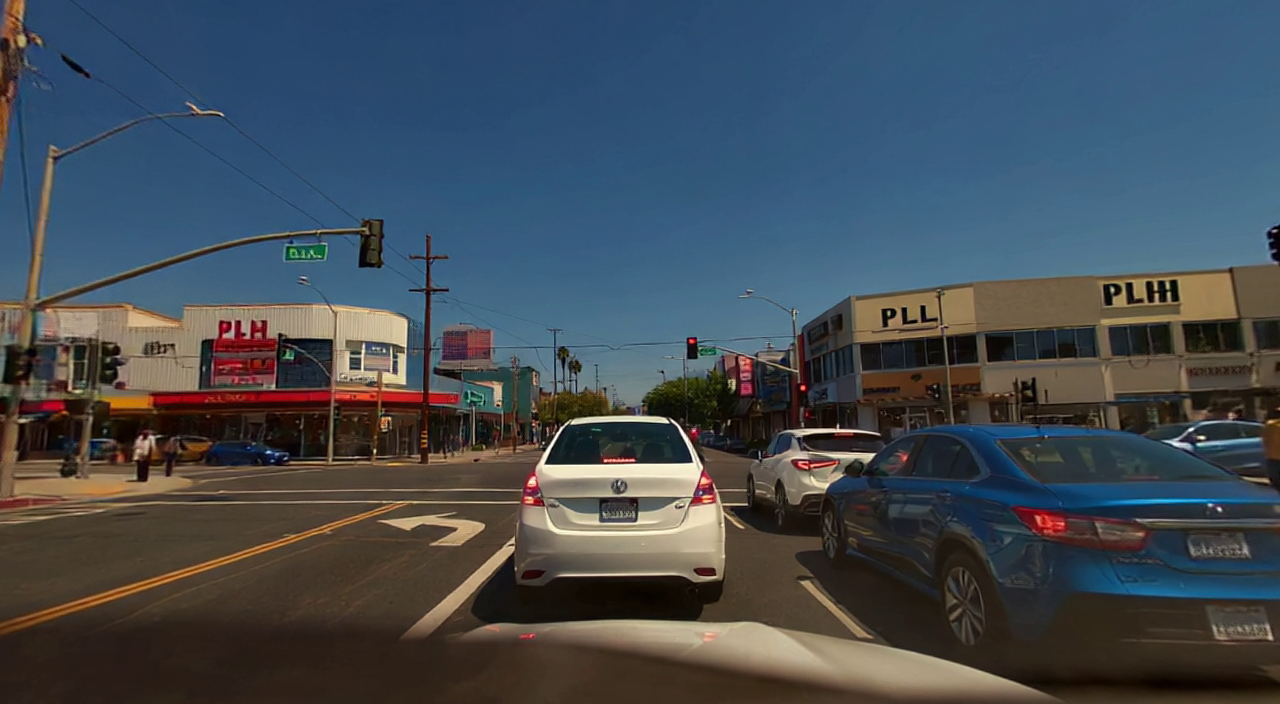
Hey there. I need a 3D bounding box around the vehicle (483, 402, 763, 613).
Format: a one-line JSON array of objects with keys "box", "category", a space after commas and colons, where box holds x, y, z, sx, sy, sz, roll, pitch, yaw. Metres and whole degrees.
[{"box": [-0.124, 1.533, 7.233, 2.123, 1.589, 4.702, 0, -8, 0], "category": "vehicle"}]

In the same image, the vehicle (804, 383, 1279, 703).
[{"box": [3.039, 1.306, 5.441, 1.983, 1.654, 4.354, 0, -8, -1], "category": "vehicle"}]

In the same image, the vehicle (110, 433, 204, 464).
[{"box": [-26.268, 5.248, 34.382, 4.253, 1.570, 2.132, -4, -9, 23], "category": "vehicle"}]
